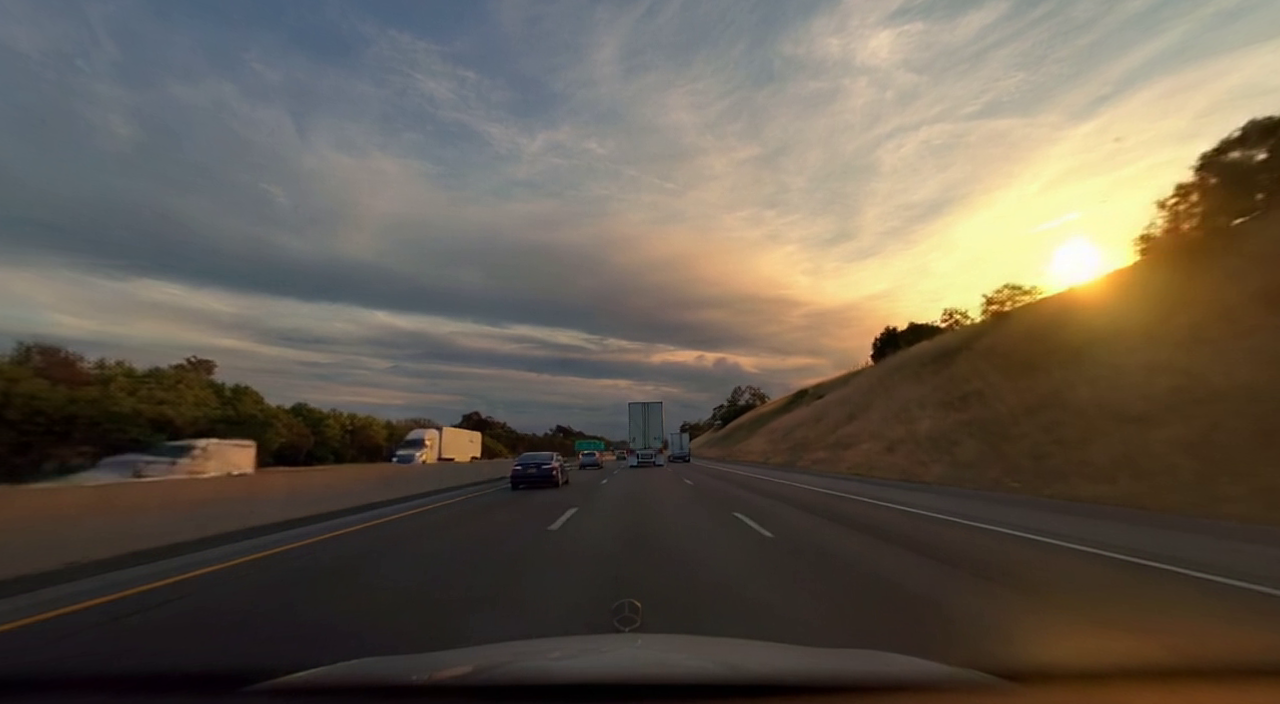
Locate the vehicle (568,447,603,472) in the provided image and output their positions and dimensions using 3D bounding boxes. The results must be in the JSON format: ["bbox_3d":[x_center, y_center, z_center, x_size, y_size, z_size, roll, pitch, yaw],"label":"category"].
[{"bbox_3d":[-3.631,7.238,42.658,2.051,1.537,4.111,0,-9,0],"label":"vehicle"}]

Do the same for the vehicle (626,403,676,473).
[{"bbox_3d":[0.631,5.893,42.643,2.919,4.048,11.010,0,-9,0],"label":"vehicle"}]

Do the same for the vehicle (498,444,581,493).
[{"bbox_3d":[-3.336,3.969,21.843,2.053,1.489,4.740,0,-9,1],"label":"vehicle"}]
